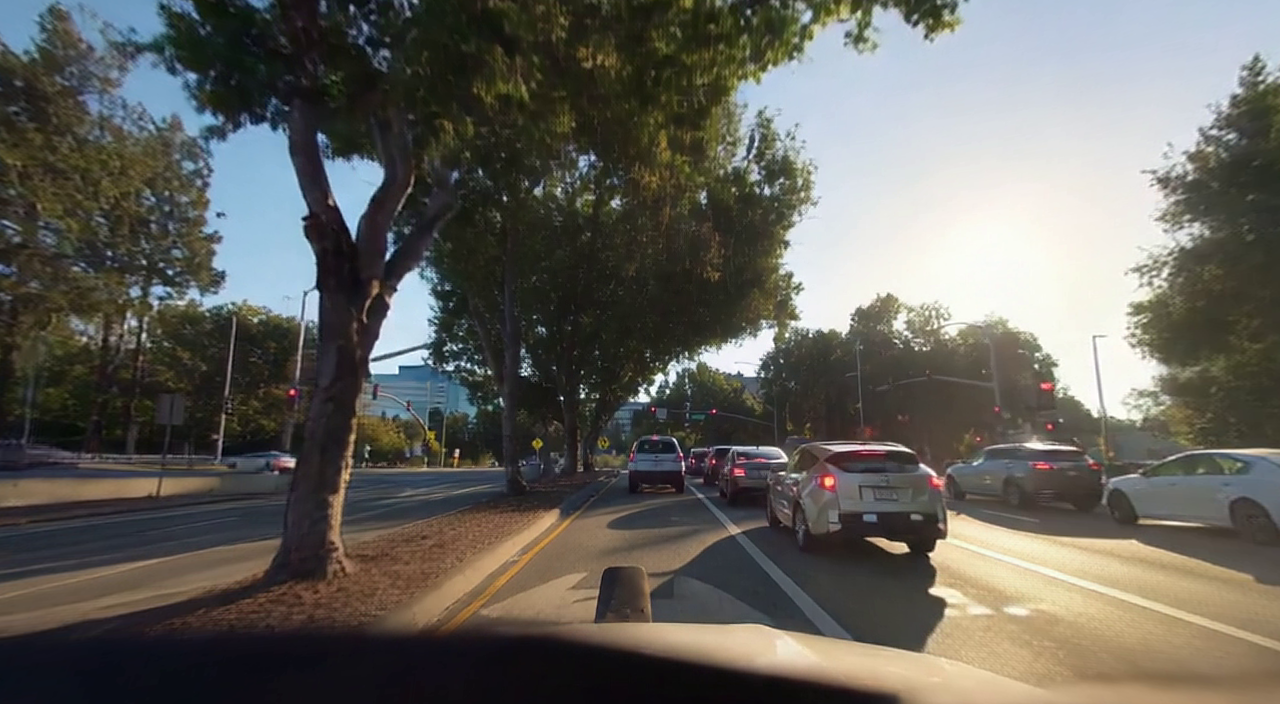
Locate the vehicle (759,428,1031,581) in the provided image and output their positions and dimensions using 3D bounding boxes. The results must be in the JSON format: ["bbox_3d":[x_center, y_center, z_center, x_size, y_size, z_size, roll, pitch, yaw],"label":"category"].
[{"bbox_3d":[3.051,1.890,8.698,2.078,1.578,4.107,0,-8,1],"label":"vehicle"}]

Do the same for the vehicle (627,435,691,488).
[{"bbox_3d":[0.639,4.132,24.202,2.245,1.800,4.522,0,-8,0],"label":"vehicle"}]

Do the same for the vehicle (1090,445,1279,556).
[{"bbox_3d":[9.348,2.139,9.551,1.884,1.422,4.262,0,-8,0],"label":"vehicle"}]
